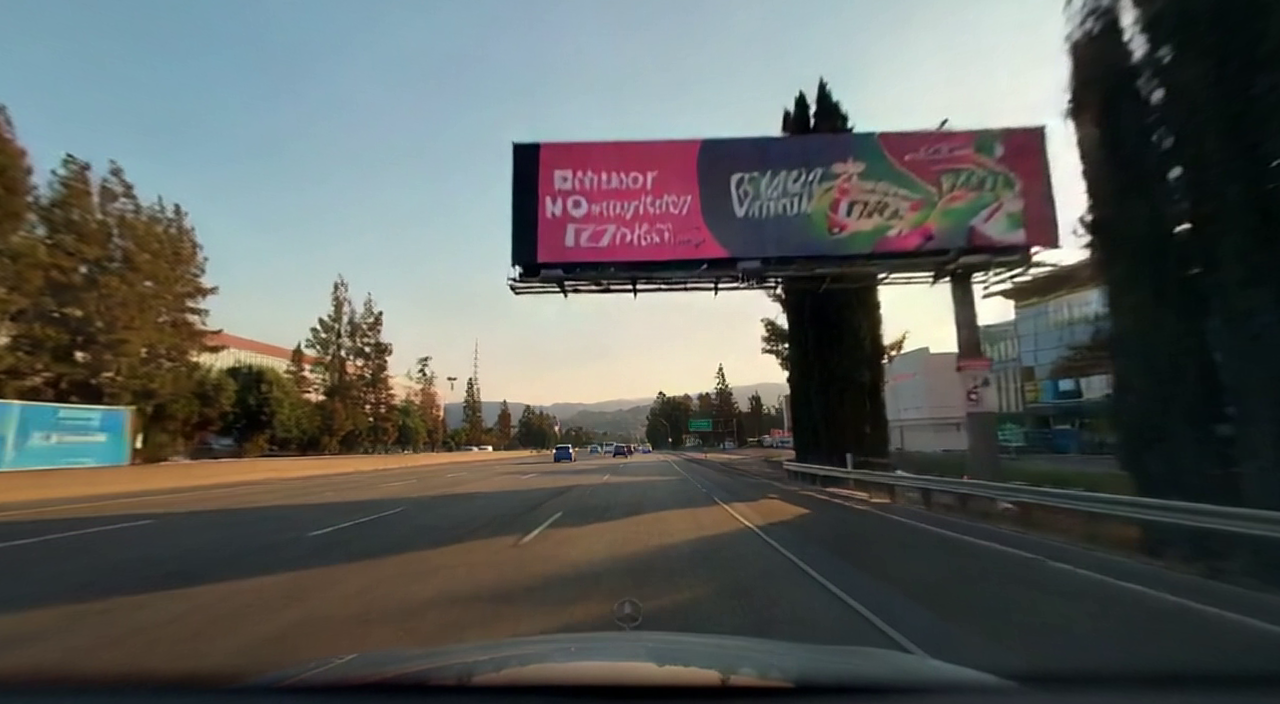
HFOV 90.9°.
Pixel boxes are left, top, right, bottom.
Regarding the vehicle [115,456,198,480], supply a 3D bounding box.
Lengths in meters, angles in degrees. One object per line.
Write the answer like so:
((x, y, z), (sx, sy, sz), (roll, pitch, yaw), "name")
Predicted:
((-31.805, 7.606, 41.658), (1.832, 1.441, 4.503), (0, -9, 0), "vehicle")

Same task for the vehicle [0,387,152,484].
((-28.239, 3.489, 26.305), (2.907, 4.026, 15.848), (0, -8, 1), "vehicle")
